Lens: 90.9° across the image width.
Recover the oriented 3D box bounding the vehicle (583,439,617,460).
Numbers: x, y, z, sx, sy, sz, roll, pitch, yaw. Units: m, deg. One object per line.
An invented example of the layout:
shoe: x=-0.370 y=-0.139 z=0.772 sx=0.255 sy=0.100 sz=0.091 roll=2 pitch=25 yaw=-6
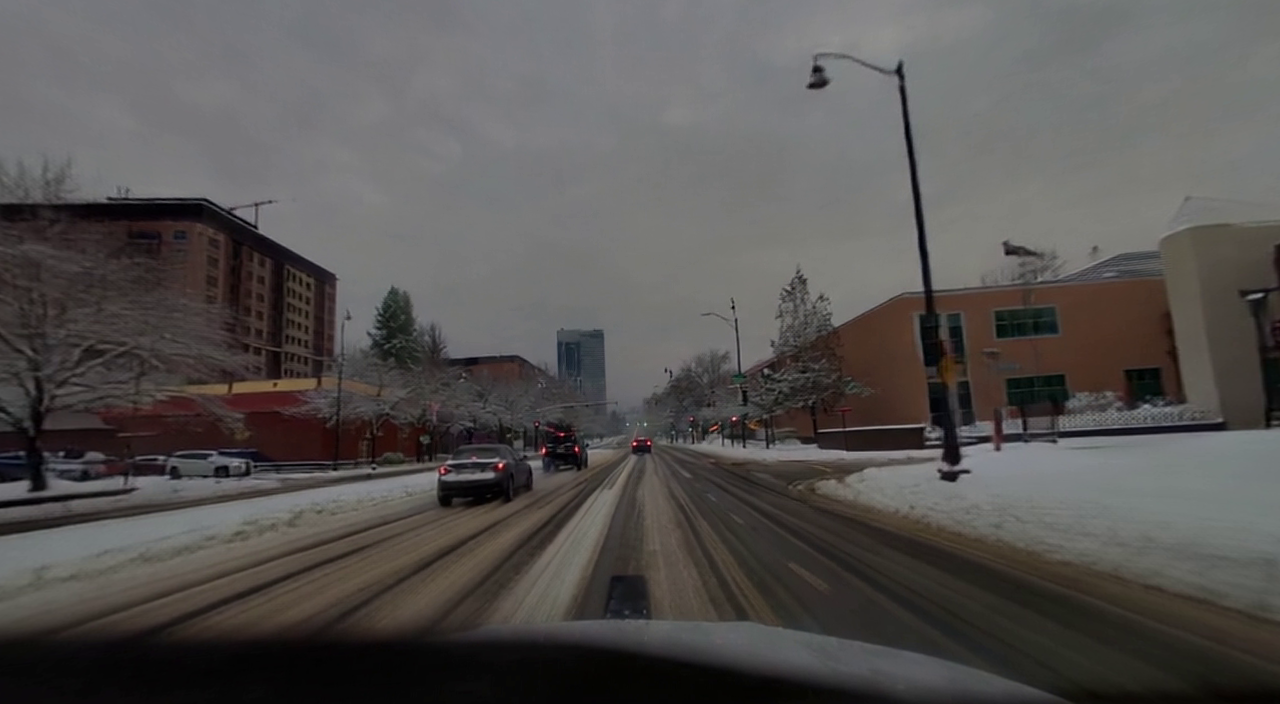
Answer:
vehicle: x=-3.022 y=7.539 z=48.760 sx=2.246 sy=1.481 sz=4.146 roll=0 pitch=-9 yaw=1

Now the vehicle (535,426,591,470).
vehicle: x=-3.698 y=4.744 z=31.123 sx=2.152 sy=1.987 sz=4.527 roll=0 pitch=-9 yaw=1

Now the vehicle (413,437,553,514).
vehicle: x=-3.227 y=2.636 z=13.965 sx=1.959 sy=1.406 sz=4.272 roll=0 pitch=-9 yaw=1

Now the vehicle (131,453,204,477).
vehicle: x=-34.533 y=8.277 z=46.203 sx=1.868 sy=1.591 sz=4.503 roll=0 pitch=-9 yaw=0

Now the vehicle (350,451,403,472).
vehicle: x=-19.894 y=8.270 z=47.808 sx=1.878 sy=1.472 sz=4.736 roll=0 pitch=-9 yaw=1

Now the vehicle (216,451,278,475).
vehicle: x=-28.918 y=8.142 z=46.495 sx=1.859 sy=1.614 sz=4.102 roll=0 pitch=-9 yaw=0
